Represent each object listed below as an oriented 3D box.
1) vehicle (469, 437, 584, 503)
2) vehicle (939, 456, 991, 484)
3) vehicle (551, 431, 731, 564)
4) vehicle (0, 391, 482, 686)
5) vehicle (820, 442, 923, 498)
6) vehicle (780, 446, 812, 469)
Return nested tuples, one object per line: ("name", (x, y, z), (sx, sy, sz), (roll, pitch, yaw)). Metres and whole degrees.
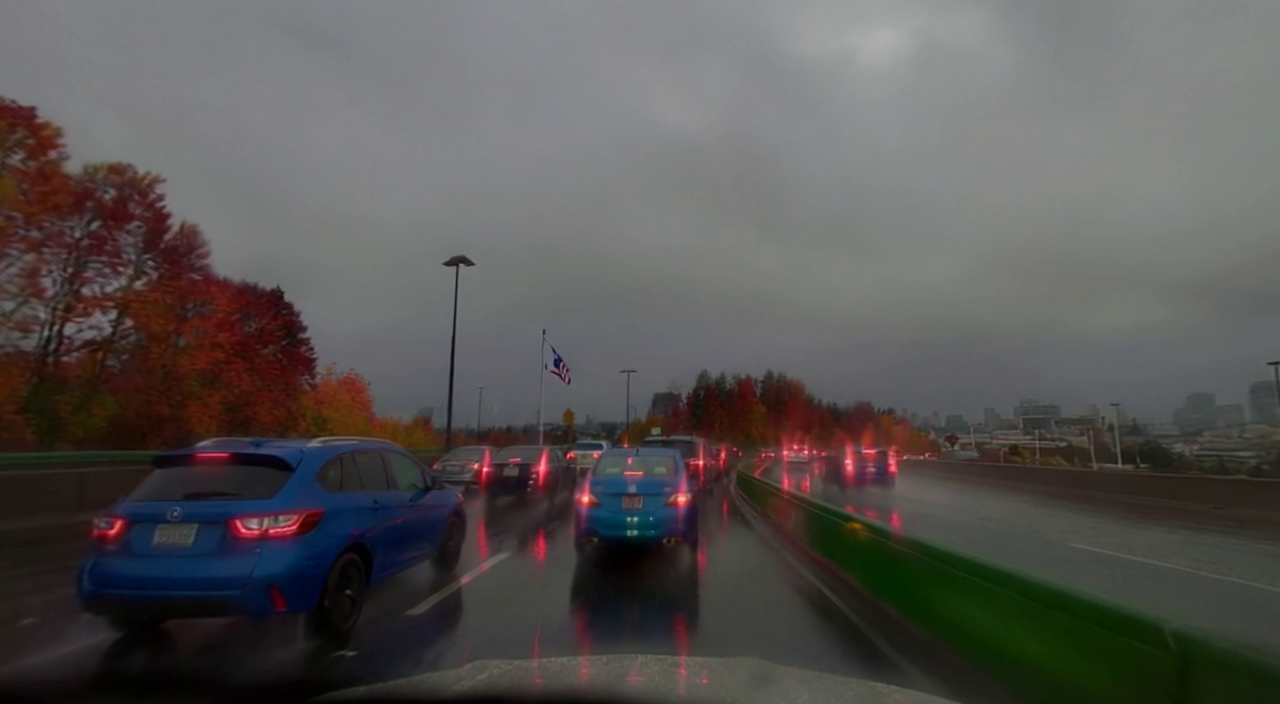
("vehicle", (-2.934, 3.178, 17.424), (1.974, 1.549, 4.603), (0, -9, 5))
("vehicle", (21.939, 7.938, 42.655), (1.946, 1.649, 4.326), (-1, -9, 11))
("vehicle", (0.138, 2.020, 9.525), (2.090, 1.506, 4.276), (0, -9, 4))
("vehicle", (-3.093, 1.367, 5.766), (1.988, 1.635, 4.260), (0, -9, 3))
("vehicle", (7.521, 3.851, 21.001), (2.011, 1.610, 4.568), (0, -9, 4))
("vehicle", (11.151, 7.539, 45.142), (1.944, 1.544, 4.301), (-1, -9, 11))
